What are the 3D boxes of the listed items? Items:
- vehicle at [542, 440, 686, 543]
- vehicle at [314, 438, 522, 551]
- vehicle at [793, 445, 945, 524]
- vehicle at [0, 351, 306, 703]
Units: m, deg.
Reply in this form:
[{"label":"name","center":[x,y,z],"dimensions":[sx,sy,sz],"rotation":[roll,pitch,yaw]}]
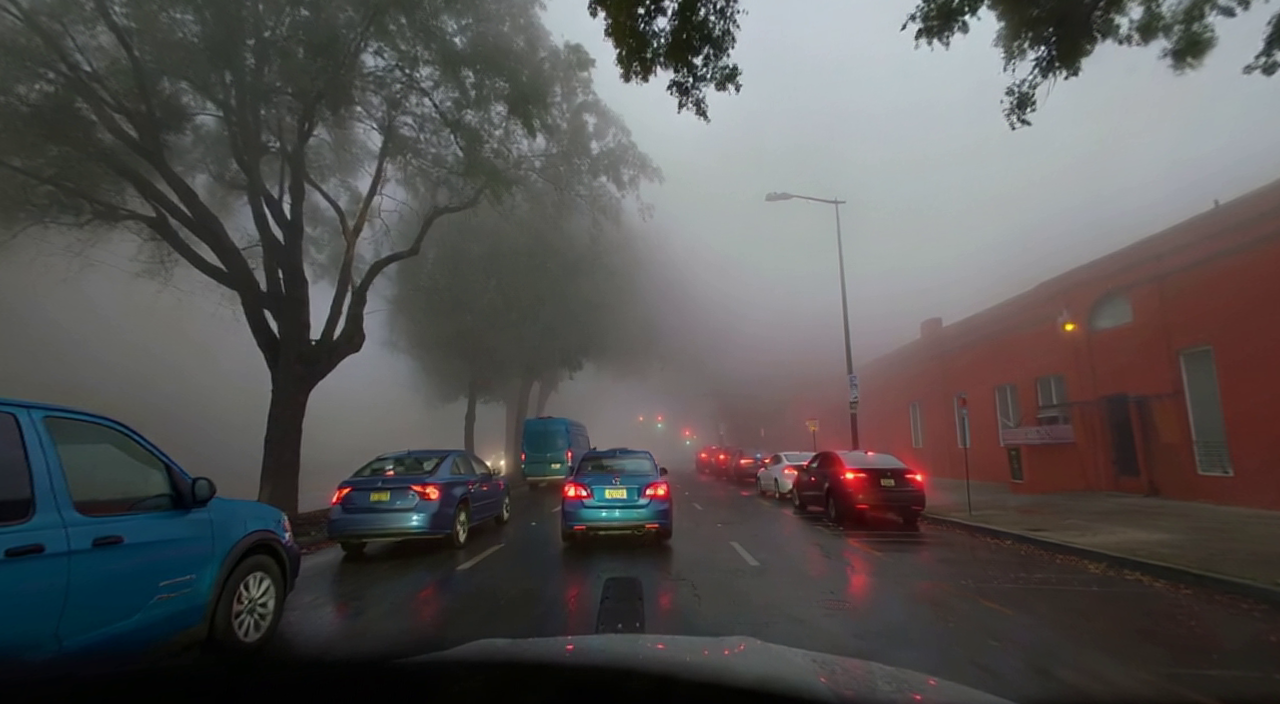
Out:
[{"label":"vehicle","center":[-0.384,2.417,11.573],"dimensions":[2.152,1.518,4.113],"rotation":[0,-9,0]},{"label":"vehicle","center":[-3.532,2.332,11.087],"dimensions":[1.995,1.554,4.426],"rotation":[0,-9,1]},{"label":"vehicle","center":[4.906,2.858,14.196],"dimensions":[1.832,1.491,4.054],"rotation":[1,-9,-1]},{"label":"vehicle","center":[-3.718,0.866,2.496],"dimensions":[2.140,1.768,4.685],"rotation":[0,-9,1]}]
